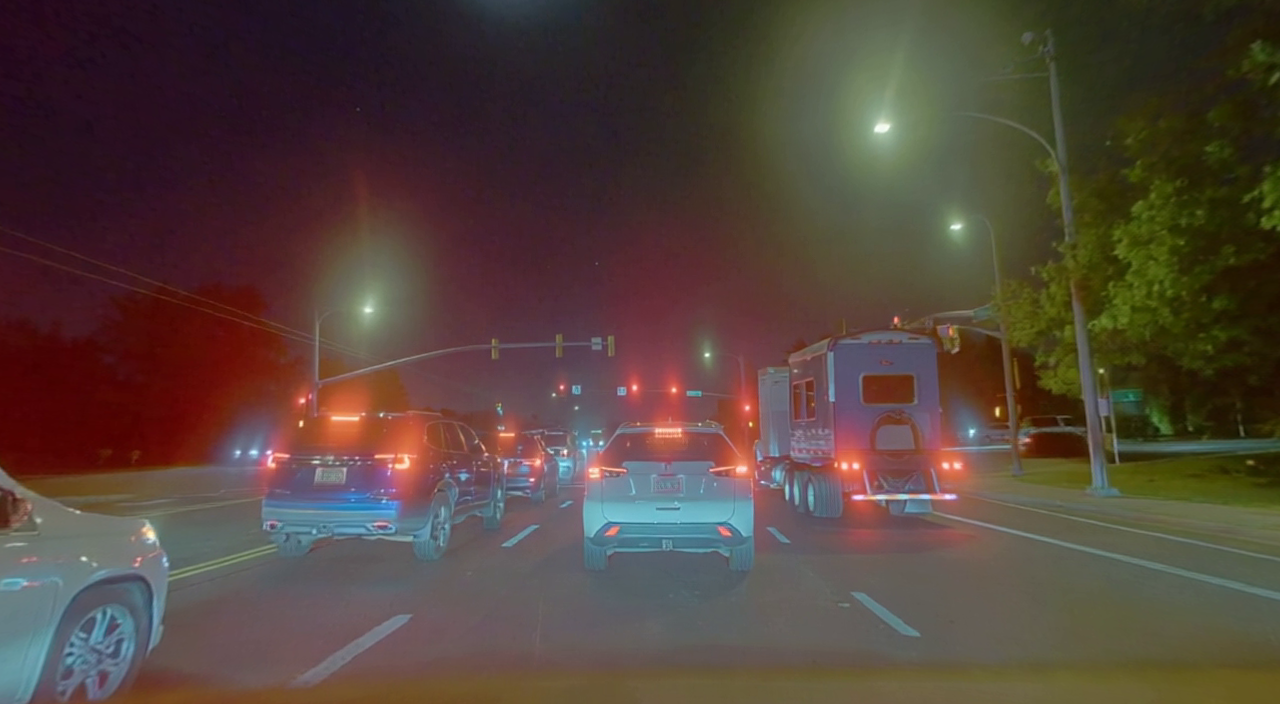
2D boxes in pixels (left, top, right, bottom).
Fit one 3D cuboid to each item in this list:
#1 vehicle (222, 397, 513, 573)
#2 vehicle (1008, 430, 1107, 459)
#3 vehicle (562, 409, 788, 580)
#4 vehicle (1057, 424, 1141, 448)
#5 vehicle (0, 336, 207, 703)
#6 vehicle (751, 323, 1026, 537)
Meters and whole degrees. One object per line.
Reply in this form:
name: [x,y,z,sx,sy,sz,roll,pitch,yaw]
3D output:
vehicle: [-3.282,1.712,8.847,2.085,1.812,4.388,0,-9,0]
vehicle: [24.016,5.343,36.401,4.426,1.570,1.818,0,-8,-3]
vehicle: [0.345,1.704,8.320,2.189,1.649,4.171,0,-9,0]
vehicle: [33.210,6.125,45.865,4.671,1.595,1.824,-5,-10,31]
vehicle: [-3.437,0.671,1.482,1.952,1.730,4.116,0,-9,-1]
vehicle: [3.676,1.400,10.999,2.531,2.750,5.595,0,-9,1]
